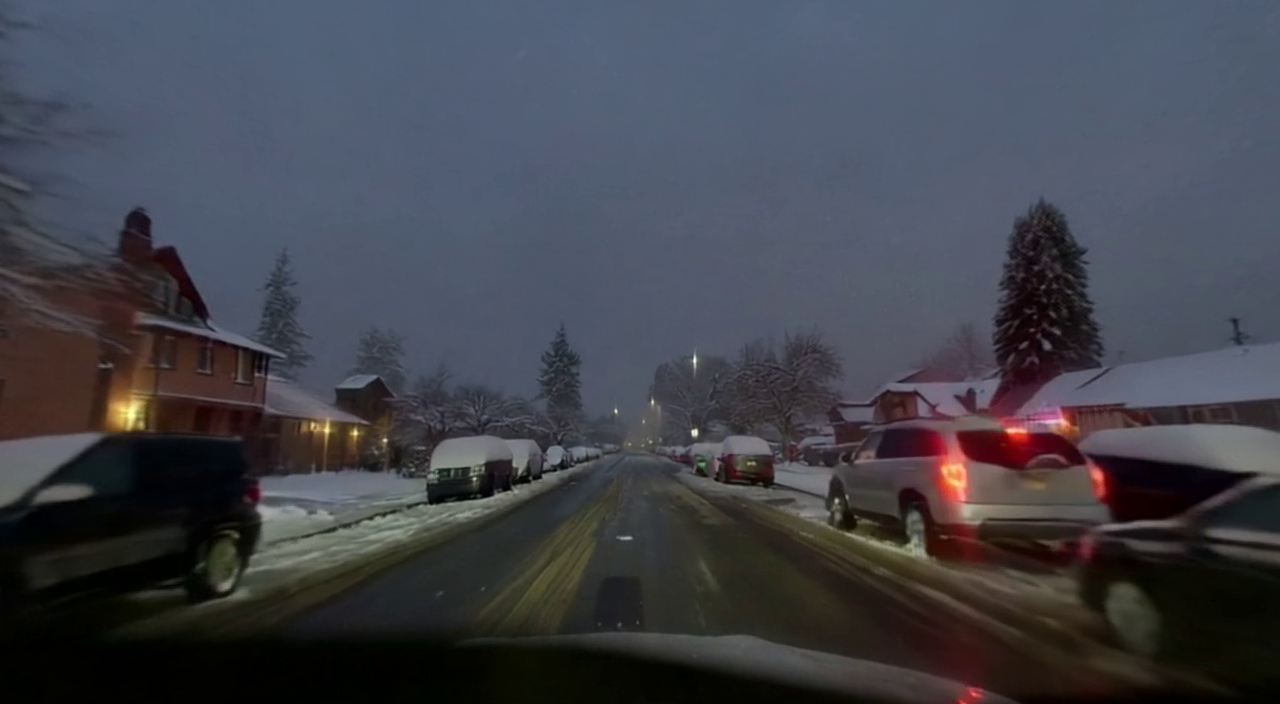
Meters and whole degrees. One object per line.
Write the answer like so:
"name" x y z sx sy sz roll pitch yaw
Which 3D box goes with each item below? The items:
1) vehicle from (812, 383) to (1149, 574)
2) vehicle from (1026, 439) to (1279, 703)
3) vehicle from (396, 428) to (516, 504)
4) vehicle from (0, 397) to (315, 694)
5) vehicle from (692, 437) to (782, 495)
"vehicle" 4.957 1.954 10.618 2.384 2.317 5.579 0 -8 -1
"vehicle" 4.193 1.129 2.588 1.850 1.516 5.066 0 -8 -3
"vehicle" -4.968 3.187 17.794 2.035 1.822 4.348 0 -10 0
"vehicle" -5.018 1.443 5.254 2.022 1.822 5.002 -1 -9 -1
"vehicle" 3.595 4.331 24.710 2.415 1.963 5.688 0 -8 -2
